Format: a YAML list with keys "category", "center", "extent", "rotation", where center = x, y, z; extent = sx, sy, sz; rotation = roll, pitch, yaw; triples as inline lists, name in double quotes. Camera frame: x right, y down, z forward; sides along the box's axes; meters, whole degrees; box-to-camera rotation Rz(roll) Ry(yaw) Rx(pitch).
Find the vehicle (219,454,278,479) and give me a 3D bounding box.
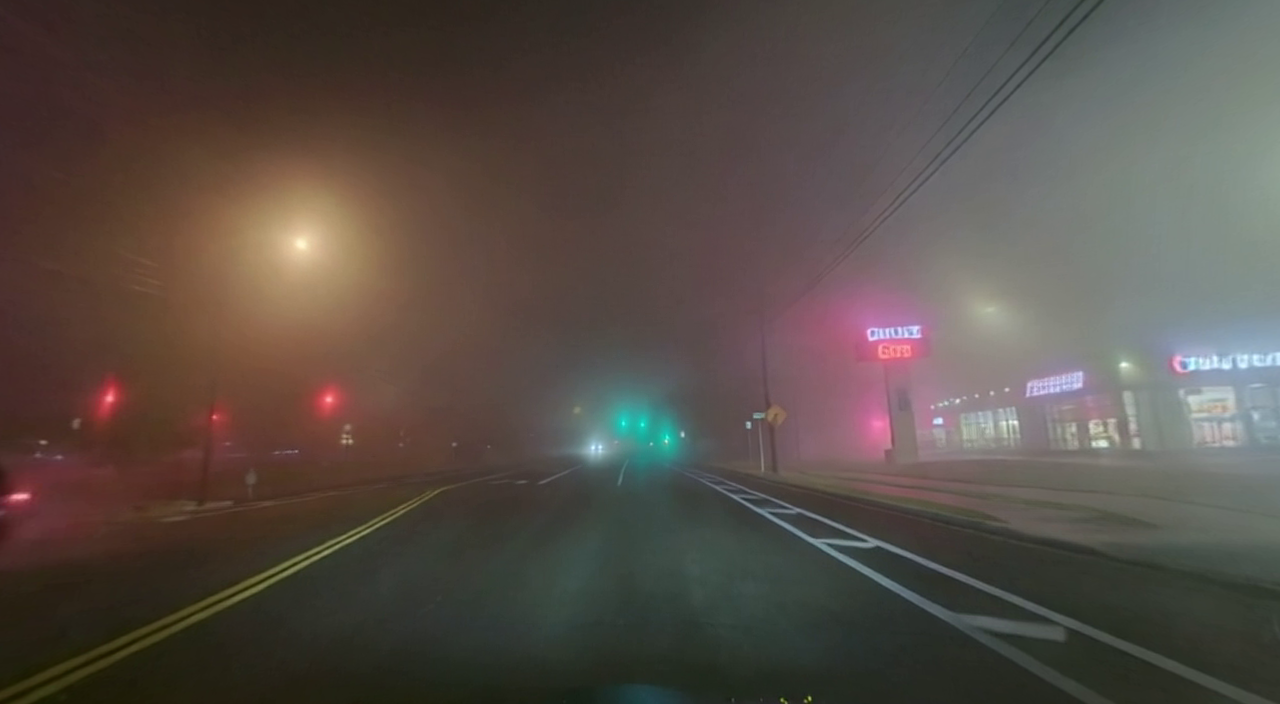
- category: "vehicle"
  center: [-29.751, 8.685, 47.868]
  extent: [4.811, 1.756, 2.070]
  rotation: [-7, -11, 37]
